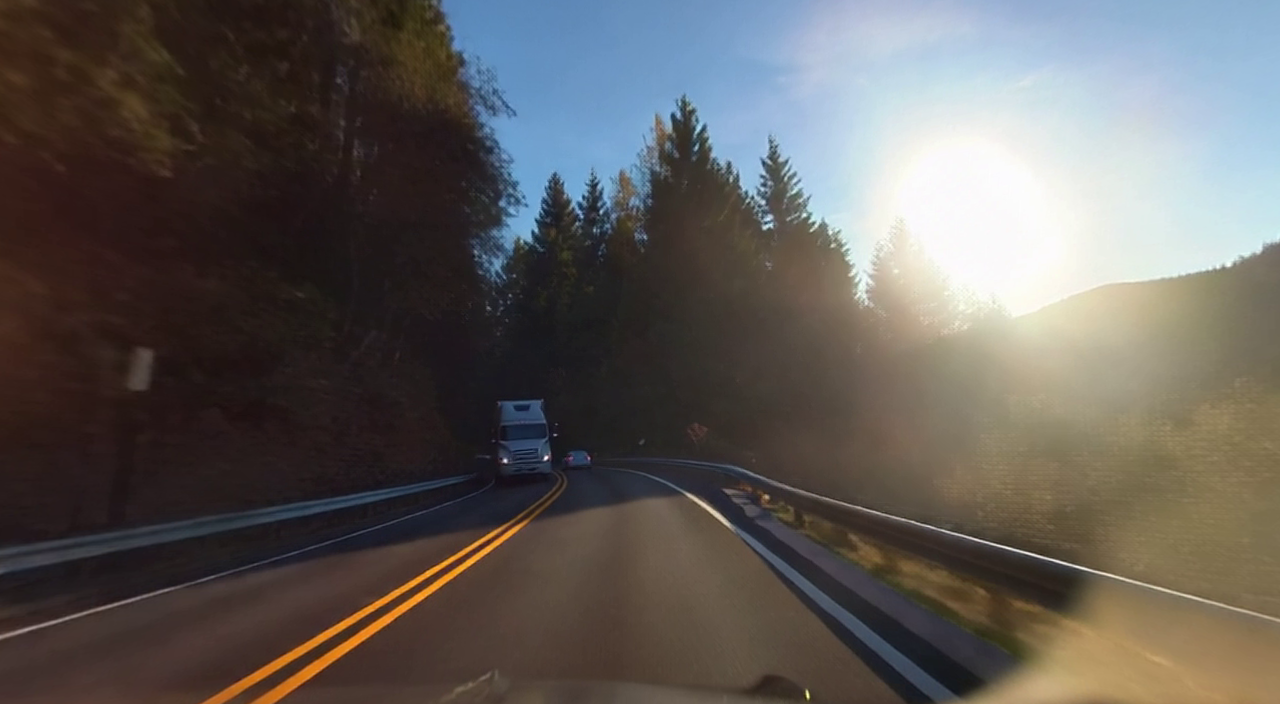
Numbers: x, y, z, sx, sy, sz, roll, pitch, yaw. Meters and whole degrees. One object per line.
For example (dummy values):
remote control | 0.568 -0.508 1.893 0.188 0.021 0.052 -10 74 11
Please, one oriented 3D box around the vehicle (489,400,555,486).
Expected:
vehicle | -7.297 5.431 37.576 2.999 4.301 11.457 2 -9 -14

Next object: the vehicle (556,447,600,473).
vehicle | -4.002 6.827 40.142 2.120 1.491 4.349 2 -9 -14
